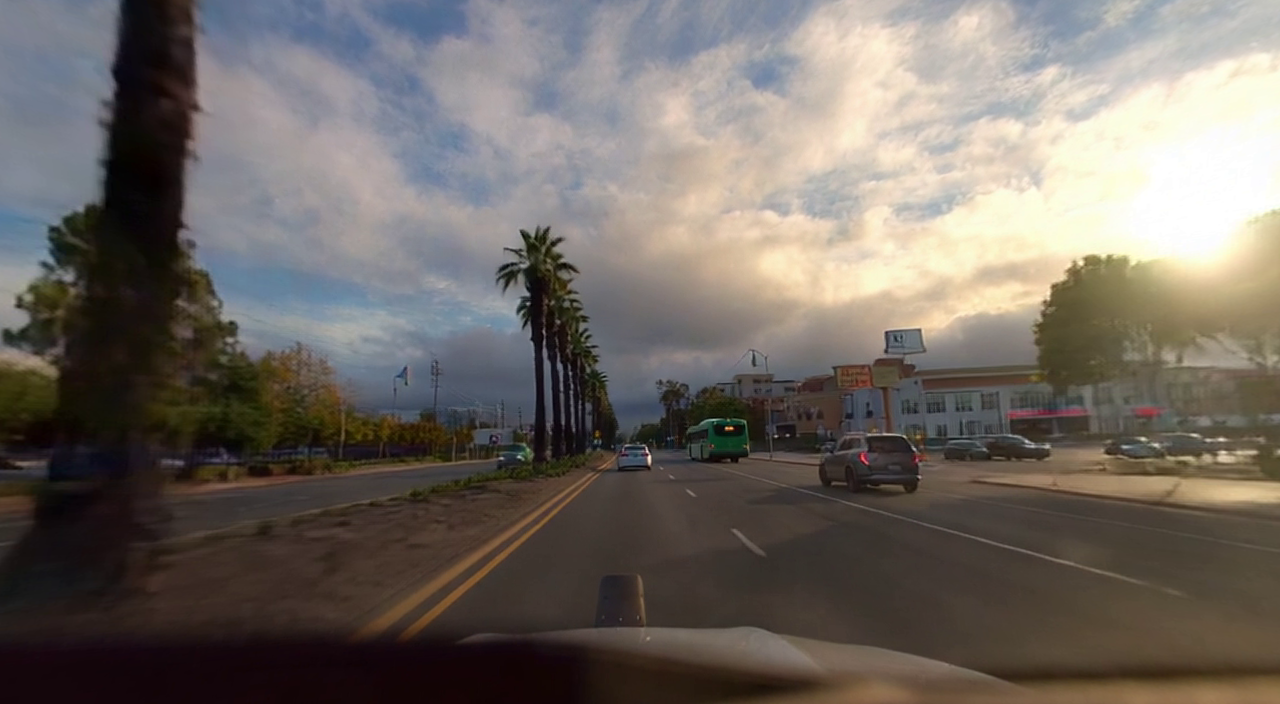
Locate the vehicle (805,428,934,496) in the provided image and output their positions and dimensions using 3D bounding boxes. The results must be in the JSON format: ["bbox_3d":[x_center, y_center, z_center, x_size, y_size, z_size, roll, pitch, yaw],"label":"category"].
[{"bbox_3d":[6.311,3.075,17.965,2.031,1.670,4.154,0,-9,-1],"label":"vehicle"}]

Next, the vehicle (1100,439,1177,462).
[{"bbox_3d":[36.065,7.167,45.872,1.818,1.451,4.263,-2,-10,-5],"label":"vehicle"}]

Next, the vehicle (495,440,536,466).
[{"bbox_3d":[-8.928,7.287,45.699,2.106,1.817,4.847,0,-9,-1],"label":"vehicle"}]

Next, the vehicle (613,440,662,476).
[{"bbox_3d":[-0.090,4.781,28.769,2.065,1.477,4.306,0,-9,0],"label":"vehicle"}]

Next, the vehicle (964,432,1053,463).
[{"bbox_3d":[23.836,6.185,40.960,4.595,1.845,1.919,0,-8,-6],"label":"vehicle"}]

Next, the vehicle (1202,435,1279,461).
[{"bbox_3d":[36.049,5.680,37.327,1.831,1.432,4.544,-1,-9,6],"label":"vehicle"}]
